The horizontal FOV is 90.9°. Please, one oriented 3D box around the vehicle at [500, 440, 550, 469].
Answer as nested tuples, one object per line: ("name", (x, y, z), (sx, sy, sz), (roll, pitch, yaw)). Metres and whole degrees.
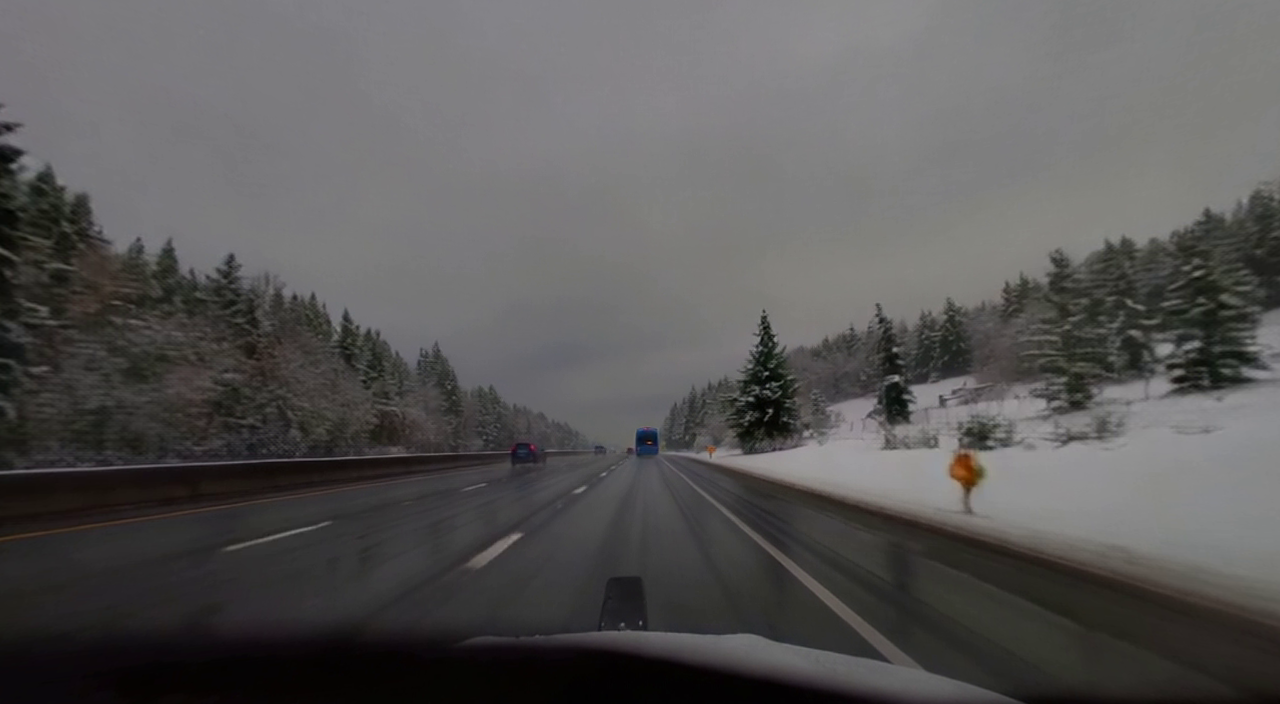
("vehicle", (-6.961, 6.243, 38.633), (2.080, 1.674, 4.660), (0, -8, 1))
